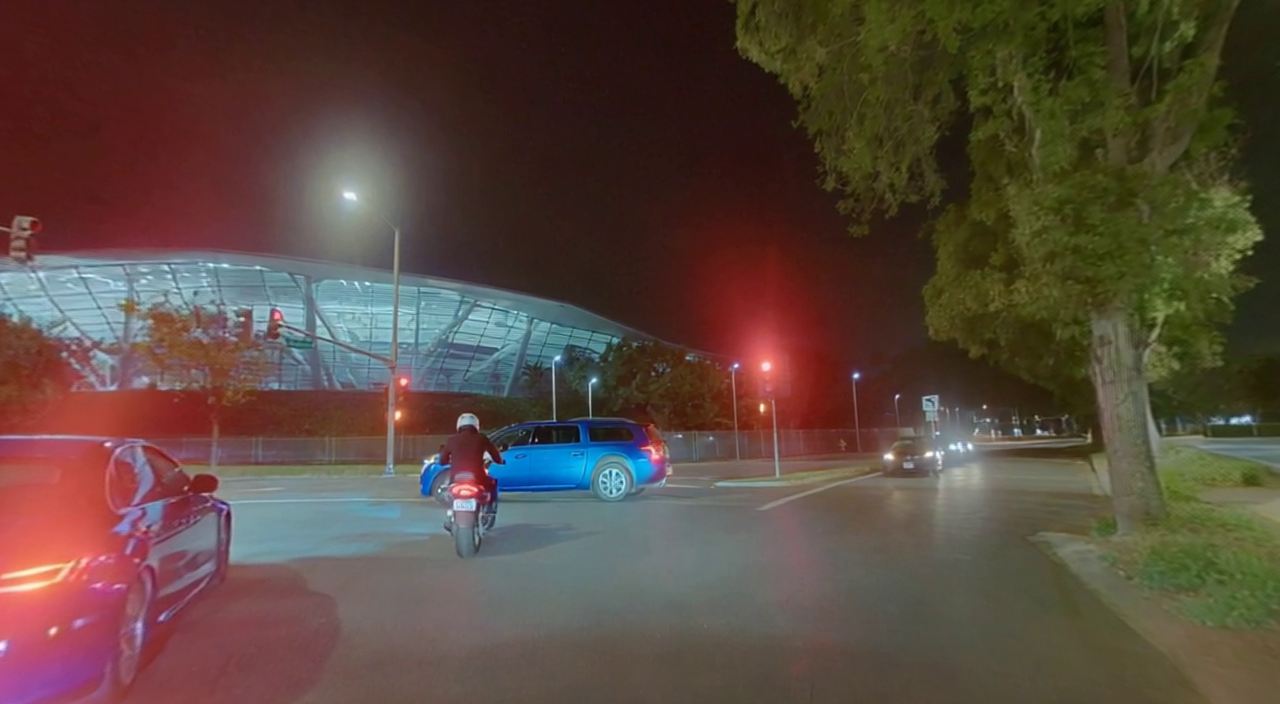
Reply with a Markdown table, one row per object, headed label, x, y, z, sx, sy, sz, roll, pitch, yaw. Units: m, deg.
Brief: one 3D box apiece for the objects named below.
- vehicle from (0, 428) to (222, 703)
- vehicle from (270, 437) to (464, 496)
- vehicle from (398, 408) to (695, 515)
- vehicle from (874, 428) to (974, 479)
| label | x | y | z | sx | sy | sz | roll | pitch | yaw |
| --- | --- | --- | --- | --- | --- | --- | --- | --- | --- |
| vehicle | -4.229 | 1.295 | 4.279 | 2.009 | 1.450 | 4.182 | 6 | -10 | -36 |
| vehicle | -7.280 | 3.085 | 17.153 | 4.401 | 1.480 | 1.864 | -1 | -8 | 3 |
| vehicle | -1.980 | 2.293 | 13.660 | 5.833 | 1.960 | 2.341 | 2 | -9 | -16 |
| vehicle | 10.458 | 3.651 | 23.045 | 2.084 | 1.656 | 4.583 | -7 | -11 | 39 |
